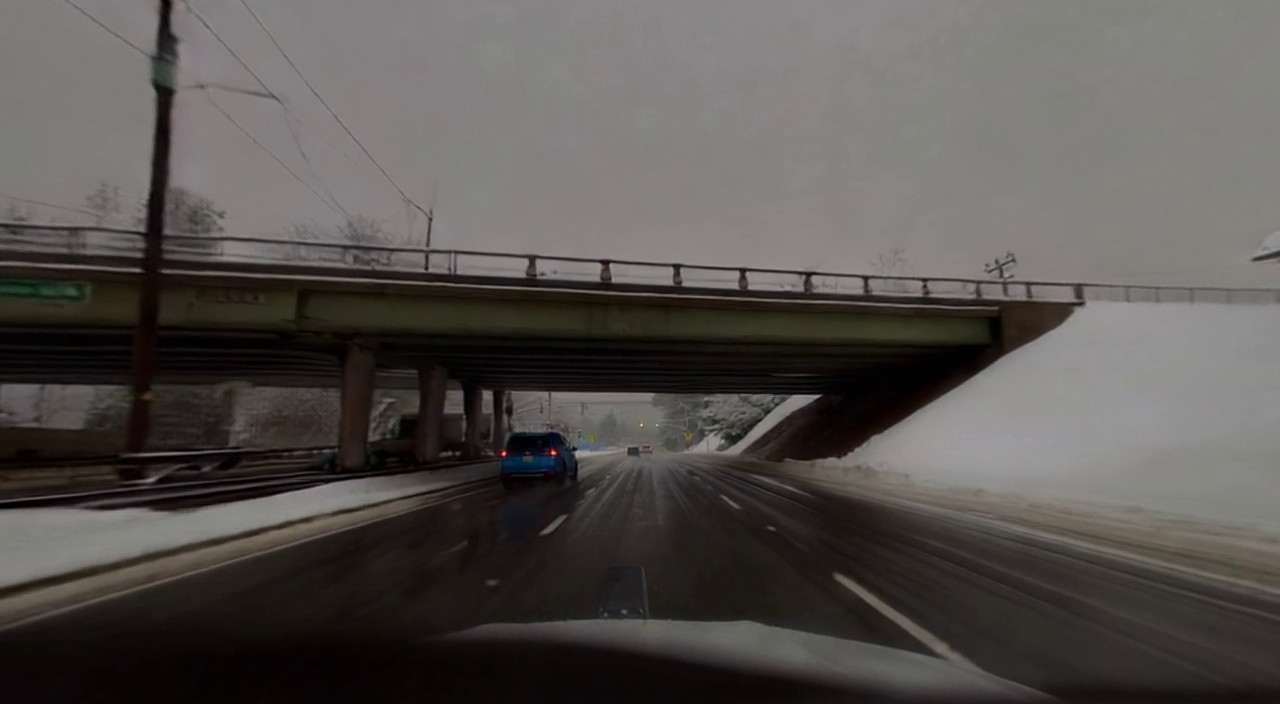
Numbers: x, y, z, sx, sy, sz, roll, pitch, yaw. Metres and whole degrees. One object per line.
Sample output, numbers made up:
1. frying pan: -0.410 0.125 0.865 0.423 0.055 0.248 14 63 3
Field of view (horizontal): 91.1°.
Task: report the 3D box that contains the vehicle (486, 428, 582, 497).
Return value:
1. vehicle: -2.860 3.110 17.953 1.882 1.704 4.335 0 -9 2
